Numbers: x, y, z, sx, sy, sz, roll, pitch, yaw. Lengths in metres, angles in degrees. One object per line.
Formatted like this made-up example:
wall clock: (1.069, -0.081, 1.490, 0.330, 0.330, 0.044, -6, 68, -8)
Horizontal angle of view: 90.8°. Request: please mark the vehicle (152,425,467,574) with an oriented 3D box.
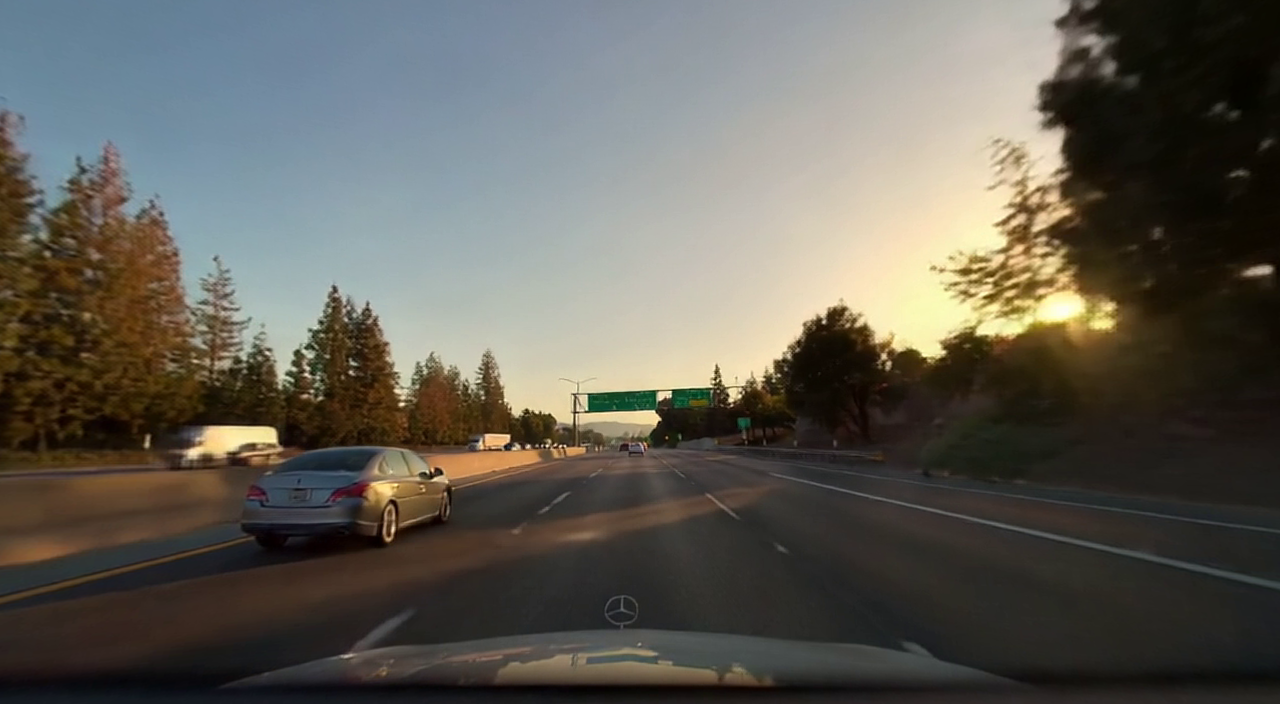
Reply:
vehicle: (-4.079, 1.867, 8.837, 2.050, 1.547, 4.266, 0, -8, 1)
